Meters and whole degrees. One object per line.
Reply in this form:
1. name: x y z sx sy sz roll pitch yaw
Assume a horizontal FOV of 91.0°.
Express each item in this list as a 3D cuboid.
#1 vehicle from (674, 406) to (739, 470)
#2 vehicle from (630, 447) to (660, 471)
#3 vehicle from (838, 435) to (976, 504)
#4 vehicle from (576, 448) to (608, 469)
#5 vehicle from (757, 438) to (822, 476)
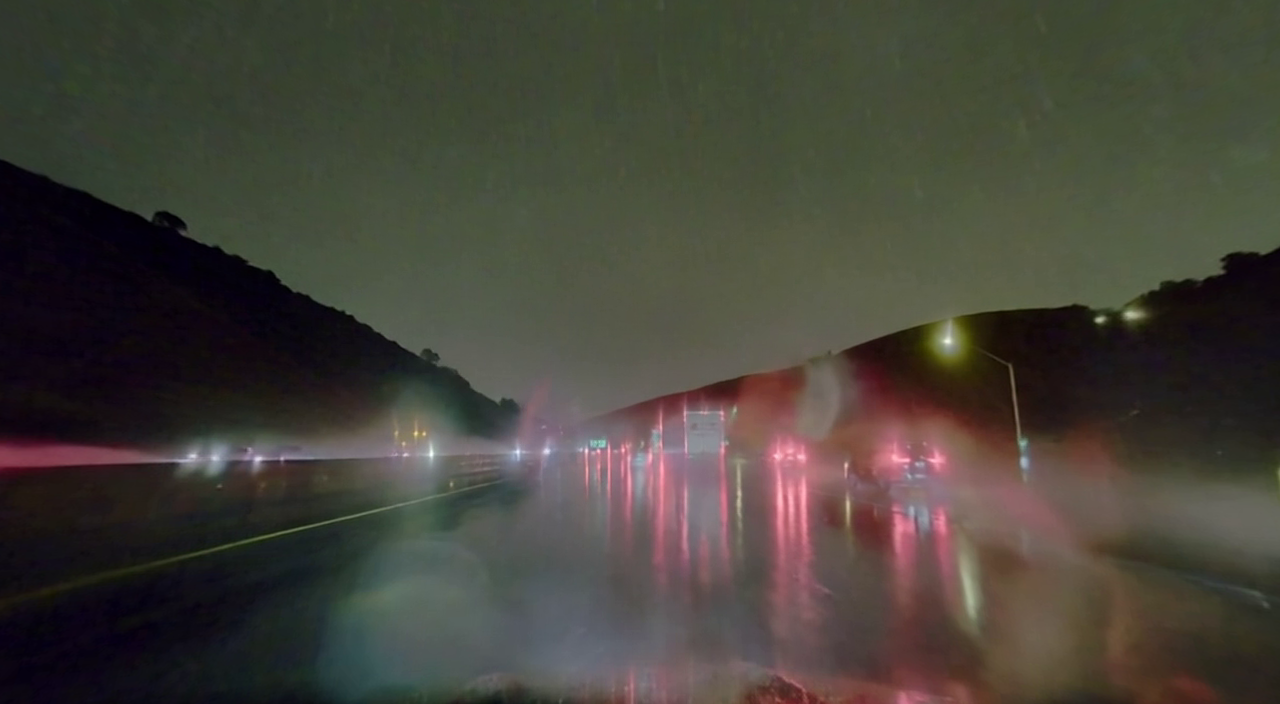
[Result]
1. vehicle: 4.049 5.699 41.318 3.130 3.607 11.129 0 -9 0
2. vehicle: 0.329 6.908 40.864 1.866 1.492 3.932 0 -9 0
3. vehicle: 7.299 3.239 17.813 2.044 1.676 4.421 0 -9 1
4. vehicle: -3.592 8.058 47.913 2.132 1.506 4.256 0 -9 0
5. vehicle: 7.586 5.364 32.446 2.143 1.775 4.729 0 -9 0
